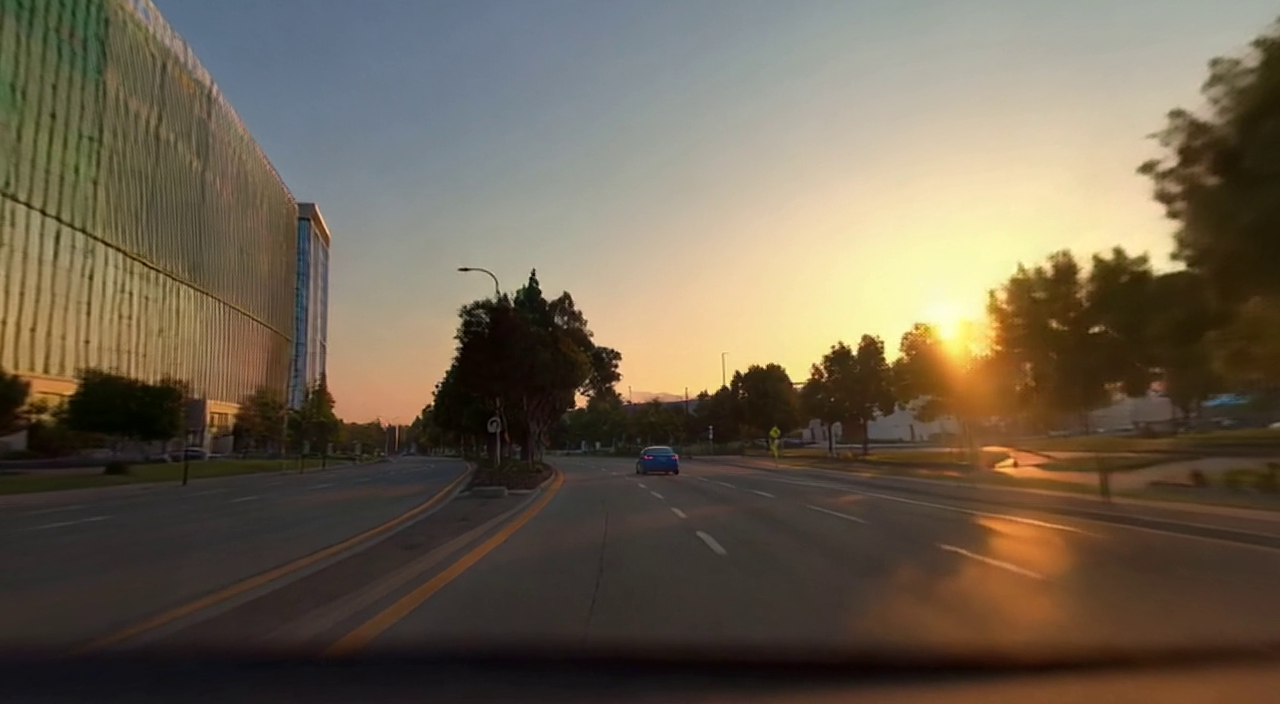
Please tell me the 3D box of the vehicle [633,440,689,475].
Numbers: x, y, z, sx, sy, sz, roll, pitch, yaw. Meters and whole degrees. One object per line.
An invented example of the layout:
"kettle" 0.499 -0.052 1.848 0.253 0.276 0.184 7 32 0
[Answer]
"vehicle" 0.966 5.300 31.973 2.165 1.633 4.381 1 -8 -7
